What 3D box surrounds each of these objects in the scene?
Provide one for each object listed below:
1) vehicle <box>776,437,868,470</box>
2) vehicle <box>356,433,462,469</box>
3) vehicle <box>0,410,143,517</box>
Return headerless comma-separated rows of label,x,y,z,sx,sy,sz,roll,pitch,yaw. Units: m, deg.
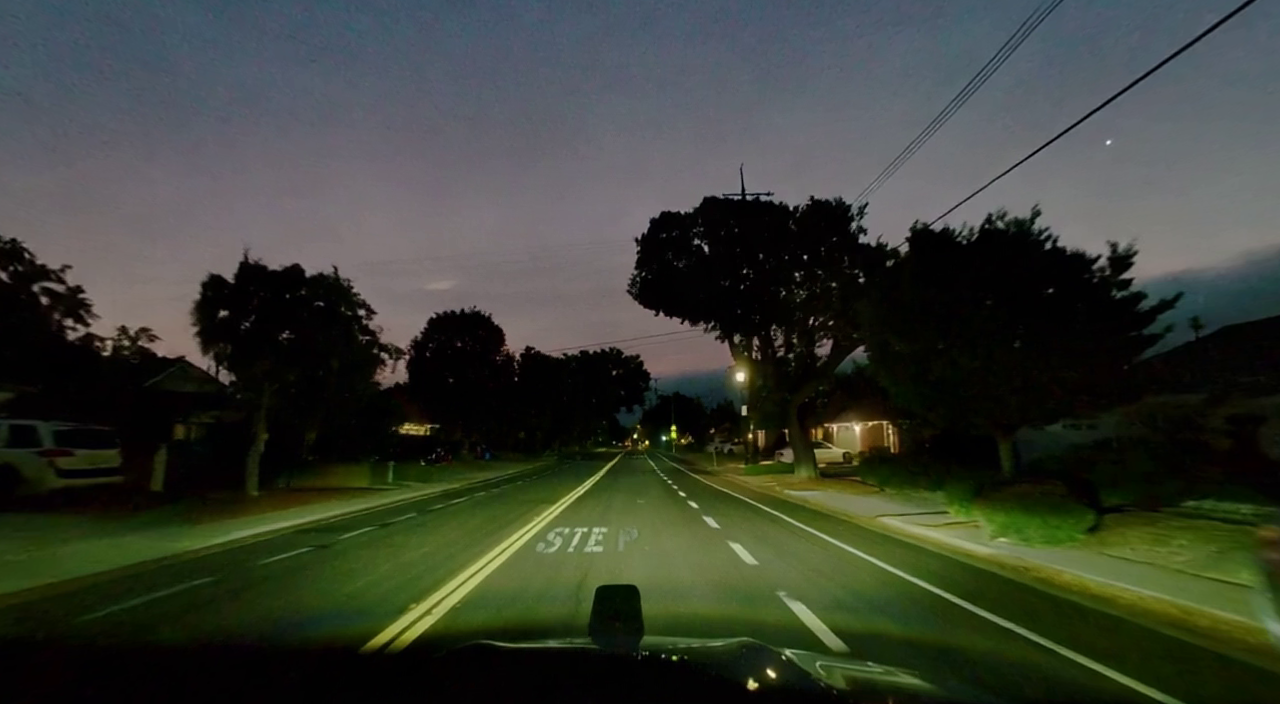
vehicle,10.667,5.952,37.193,4.751,1.518,1.885,-4,-8,-1
vehicle,-12.576,5.401,34.576,5.009,1.880,1.961,-1,-8,1
vehicle,-12.497,2.030,11.702,4.722,1.805,2.043,0,-9,-2
